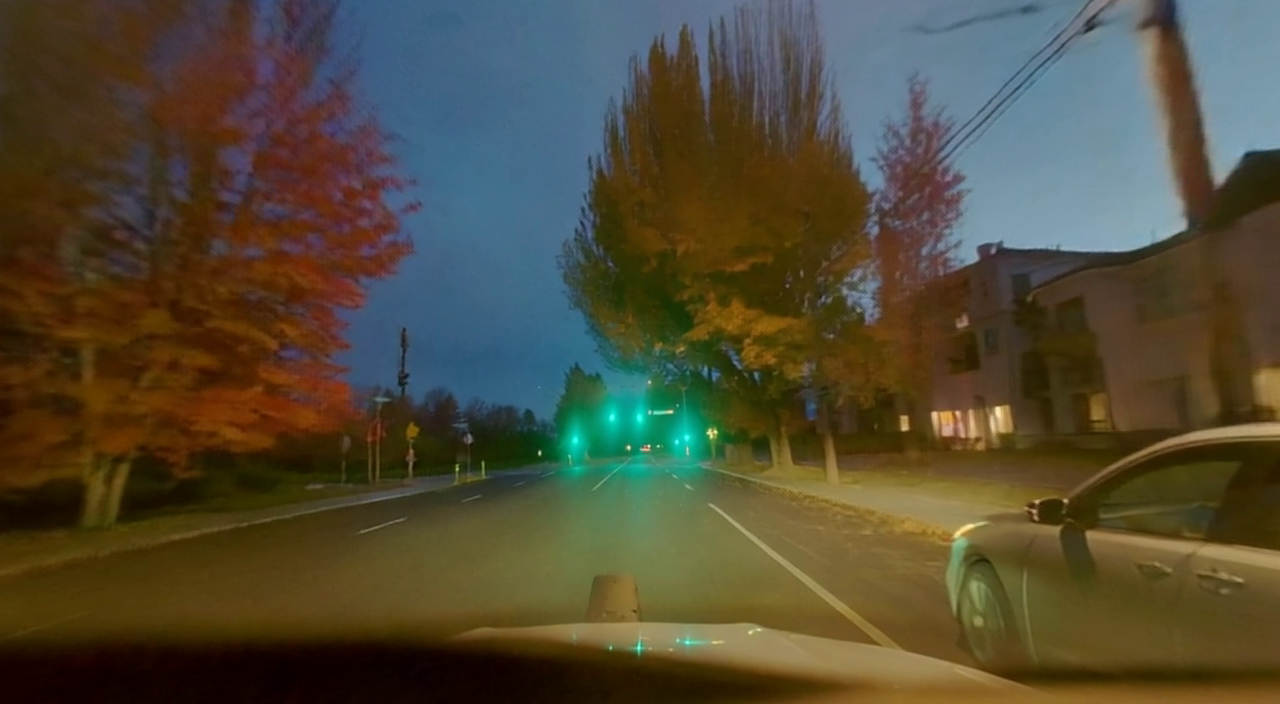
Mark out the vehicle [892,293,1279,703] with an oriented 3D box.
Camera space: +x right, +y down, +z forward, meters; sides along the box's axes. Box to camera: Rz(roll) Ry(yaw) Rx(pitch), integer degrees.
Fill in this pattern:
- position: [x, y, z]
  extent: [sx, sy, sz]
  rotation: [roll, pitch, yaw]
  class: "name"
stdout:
- position: [3.001, 0.770, 2.148]
  extent: [2.224, 1.791, 4.834]
  rotation: [0, -9, -1]
  class: "vehicle"
